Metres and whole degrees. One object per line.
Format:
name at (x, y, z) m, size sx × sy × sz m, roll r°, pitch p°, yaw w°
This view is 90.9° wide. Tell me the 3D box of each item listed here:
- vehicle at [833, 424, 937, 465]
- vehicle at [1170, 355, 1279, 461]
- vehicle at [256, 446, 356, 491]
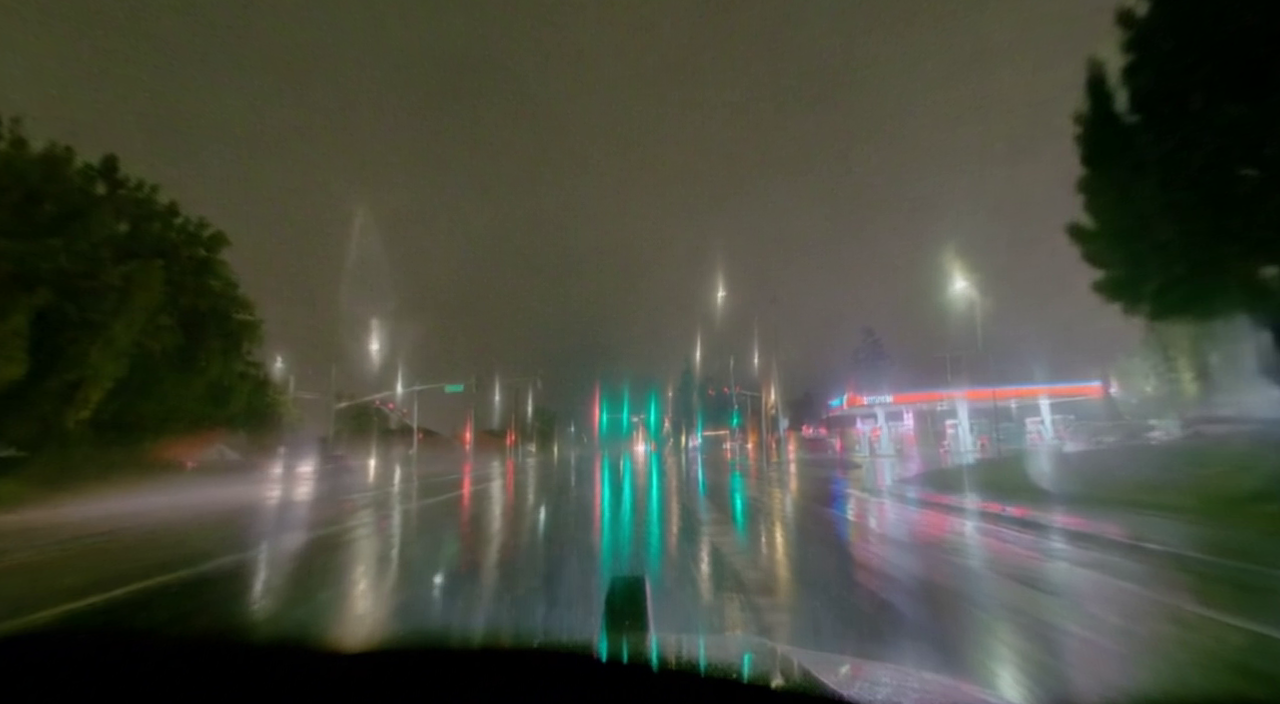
vehicle at (13.621, 5.179, 35.279) m, size 4.821 × 1.788 × 2.132 m, roll -5°, pitch -8°, yaw 1°
vehicle at (24.033, 2.028, 22.285) m, size 7.750 × 3.426 × 3.178 m, roll 0°, pitch -9°, yaw -5°
vehicle at (-15.437, 5.373, 29.456) m, size 2.028 × 1.850 × 4.746 m, roll -2°, pitch -9°, yaw 1°
